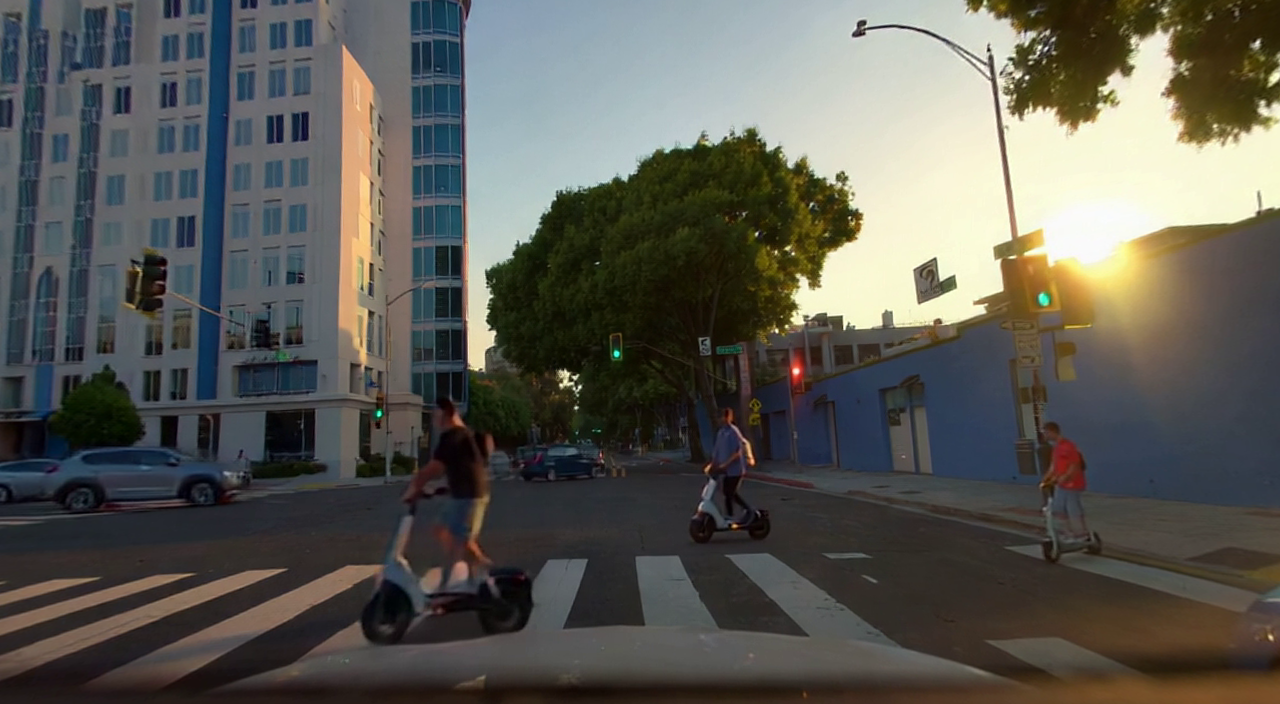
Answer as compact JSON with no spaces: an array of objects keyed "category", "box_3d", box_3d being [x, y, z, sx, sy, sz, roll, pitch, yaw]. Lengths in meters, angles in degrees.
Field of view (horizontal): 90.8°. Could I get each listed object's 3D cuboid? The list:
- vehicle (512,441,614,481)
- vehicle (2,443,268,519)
[{"category":"vehicle","box_3d":[-3.296,4.771,27.976,2.051,1.616,4.641,-5,-10,30]},{"category":"vehicle","box_3d":[-12.572,3.217,16.086,4.802,1.724,2.122,0,-8,-5]}]
